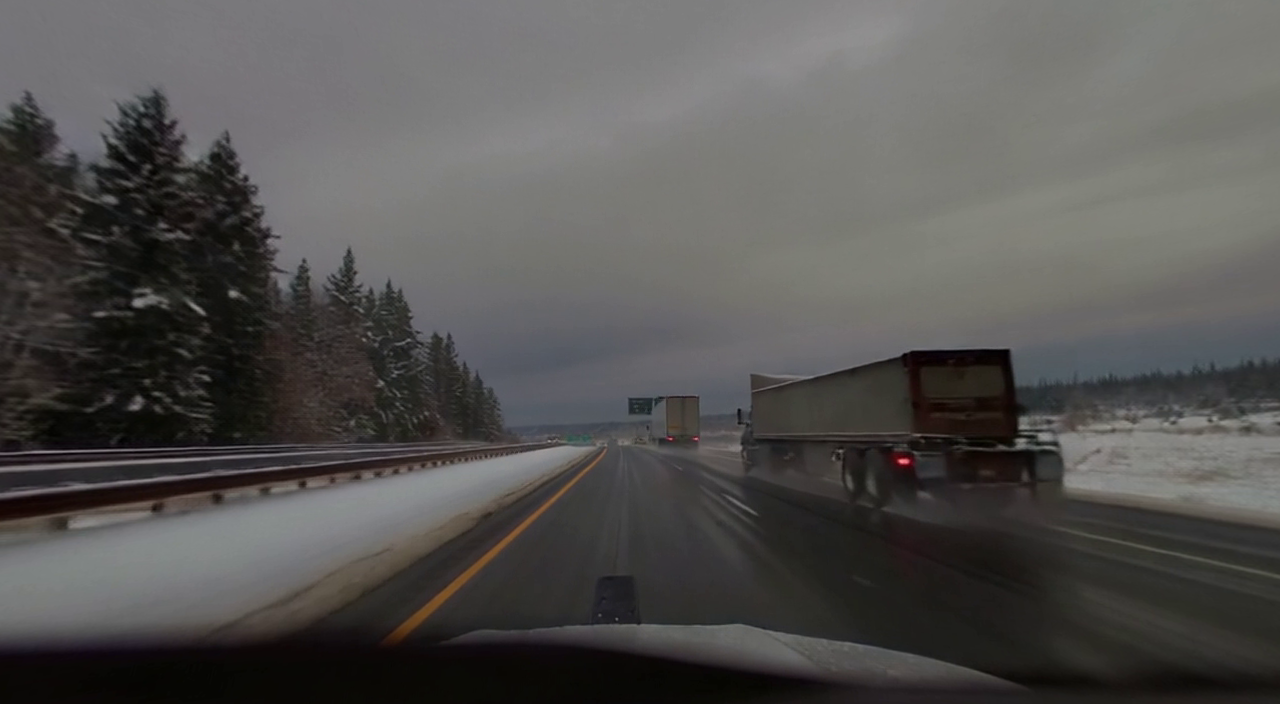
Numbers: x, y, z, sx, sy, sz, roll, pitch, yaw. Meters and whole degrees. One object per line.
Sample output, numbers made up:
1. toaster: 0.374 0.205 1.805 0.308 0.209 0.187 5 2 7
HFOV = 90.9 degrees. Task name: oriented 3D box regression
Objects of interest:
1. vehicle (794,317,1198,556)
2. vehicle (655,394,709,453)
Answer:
1. vehicle: 4.847 1.360 10.421 2.741 2.716 6.323 0 -8 -2
2. vehicle: 3.048 5.768 49.826 2.974 4.003 12.849 1 -8 -2
